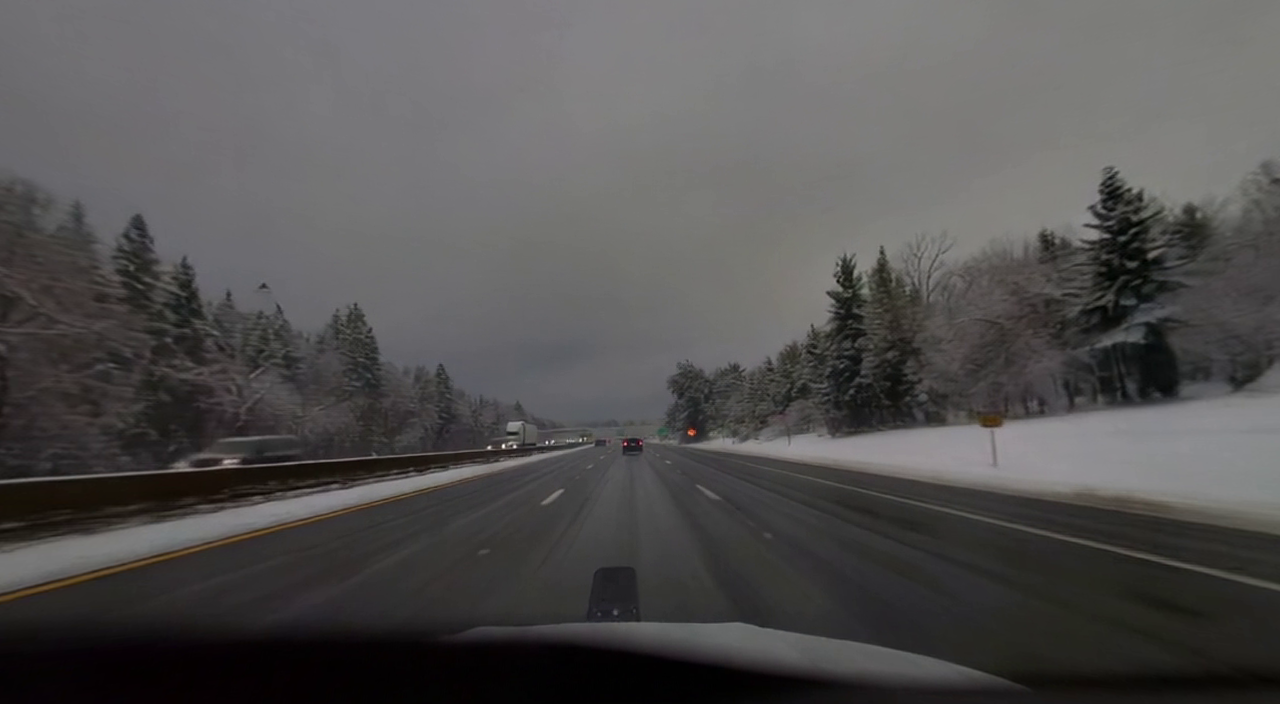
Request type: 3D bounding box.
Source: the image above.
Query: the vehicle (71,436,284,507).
[{"bbox_3d":[-11.607,2.986,16.336,2.109,1.557,4.531,0,-8,0],"label":"vehicle"}]
